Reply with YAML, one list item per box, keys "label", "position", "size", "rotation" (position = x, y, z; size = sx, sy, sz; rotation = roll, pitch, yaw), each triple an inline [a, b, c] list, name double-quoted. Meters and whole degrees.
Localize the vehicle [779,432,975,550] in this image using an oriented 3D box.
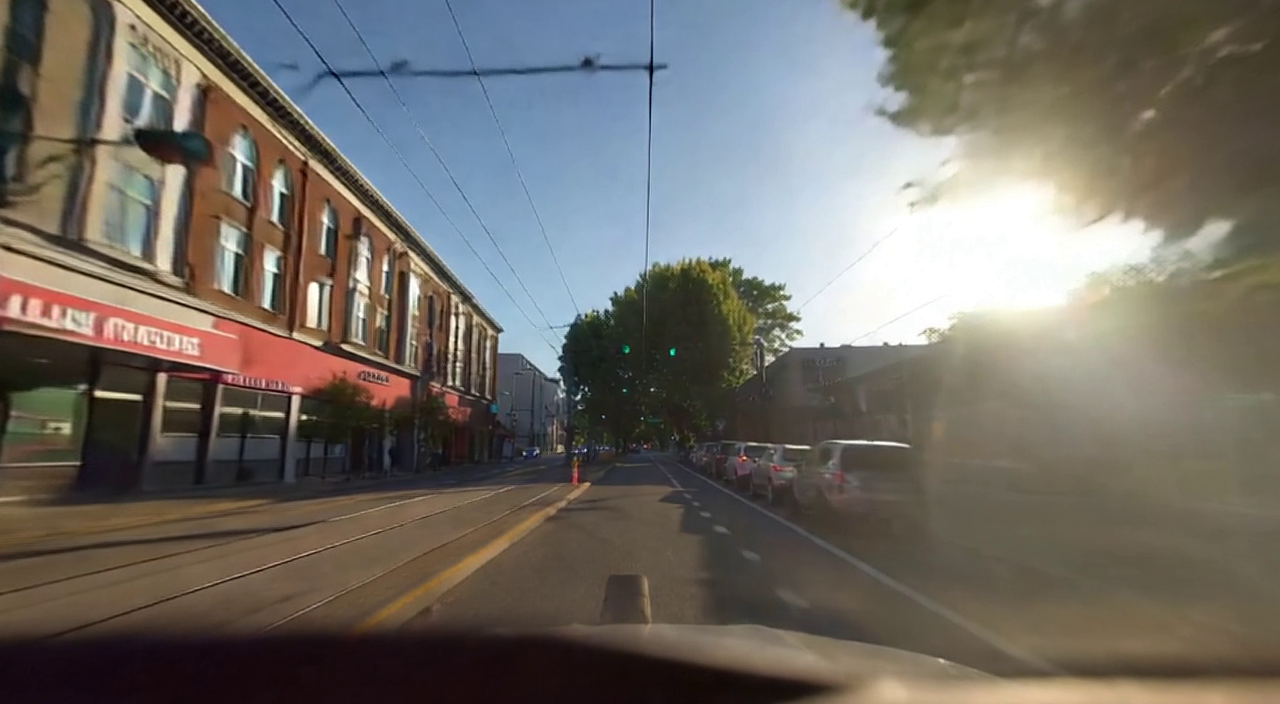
- label: "vehicle"
  position: [3.574, 2.122, 10.302]
  size: [1.819, 1.546, 3.681]
  rotation: [0, -8, 1]
